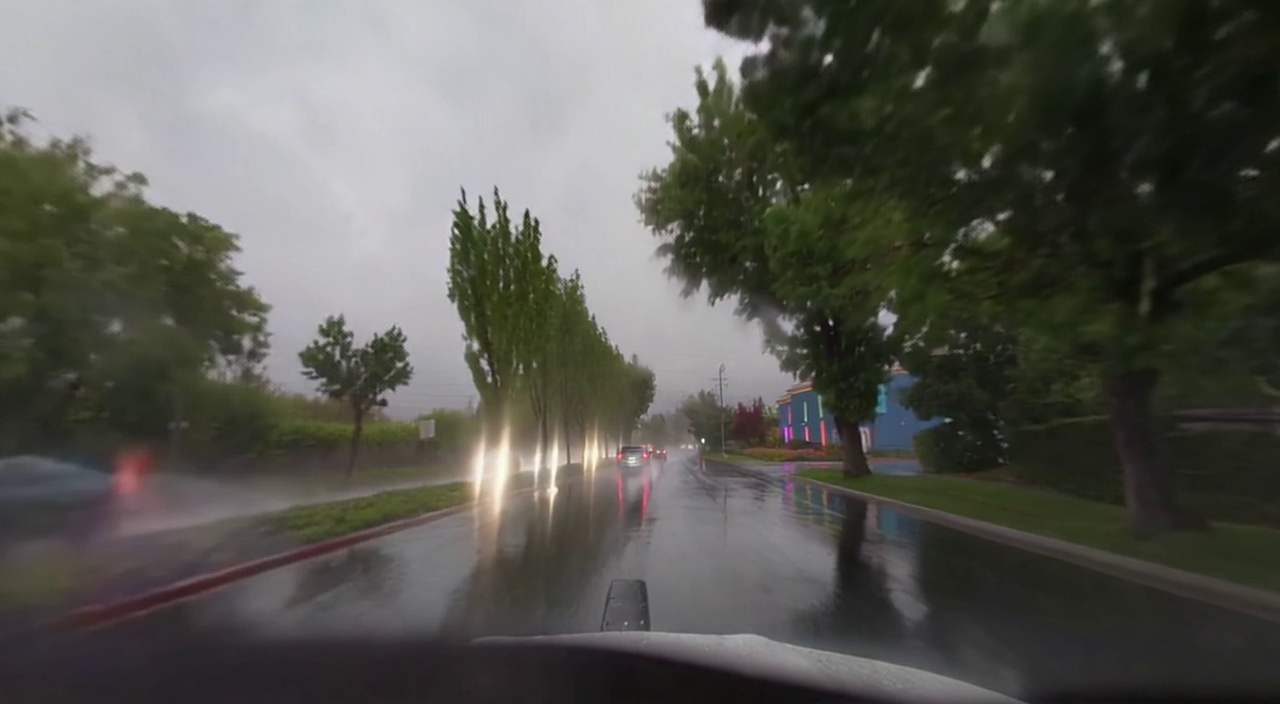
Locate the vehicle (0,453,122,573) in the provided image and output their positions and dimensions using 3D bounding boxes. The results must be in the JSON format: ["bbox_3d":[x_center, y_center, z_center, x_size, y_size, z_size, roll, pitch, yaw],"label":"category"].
[{"bbox_3d":[-9.867,2.243,8.687,1.908,1.616,3.988,-1,-8,3],"label":"vehicle"}]

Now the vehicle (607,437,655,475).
[{"bbox_3d":[-0.354,5.102,31.097,2.129,1.713,4.314,0,-8,2],"label":"vehicle"}]

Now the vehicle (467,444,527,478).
[{"bbox_3d":[-8.035,6.145,35.855,2.093,1.772,4.478,-1,-8,3],"label":"vehicle"}]
